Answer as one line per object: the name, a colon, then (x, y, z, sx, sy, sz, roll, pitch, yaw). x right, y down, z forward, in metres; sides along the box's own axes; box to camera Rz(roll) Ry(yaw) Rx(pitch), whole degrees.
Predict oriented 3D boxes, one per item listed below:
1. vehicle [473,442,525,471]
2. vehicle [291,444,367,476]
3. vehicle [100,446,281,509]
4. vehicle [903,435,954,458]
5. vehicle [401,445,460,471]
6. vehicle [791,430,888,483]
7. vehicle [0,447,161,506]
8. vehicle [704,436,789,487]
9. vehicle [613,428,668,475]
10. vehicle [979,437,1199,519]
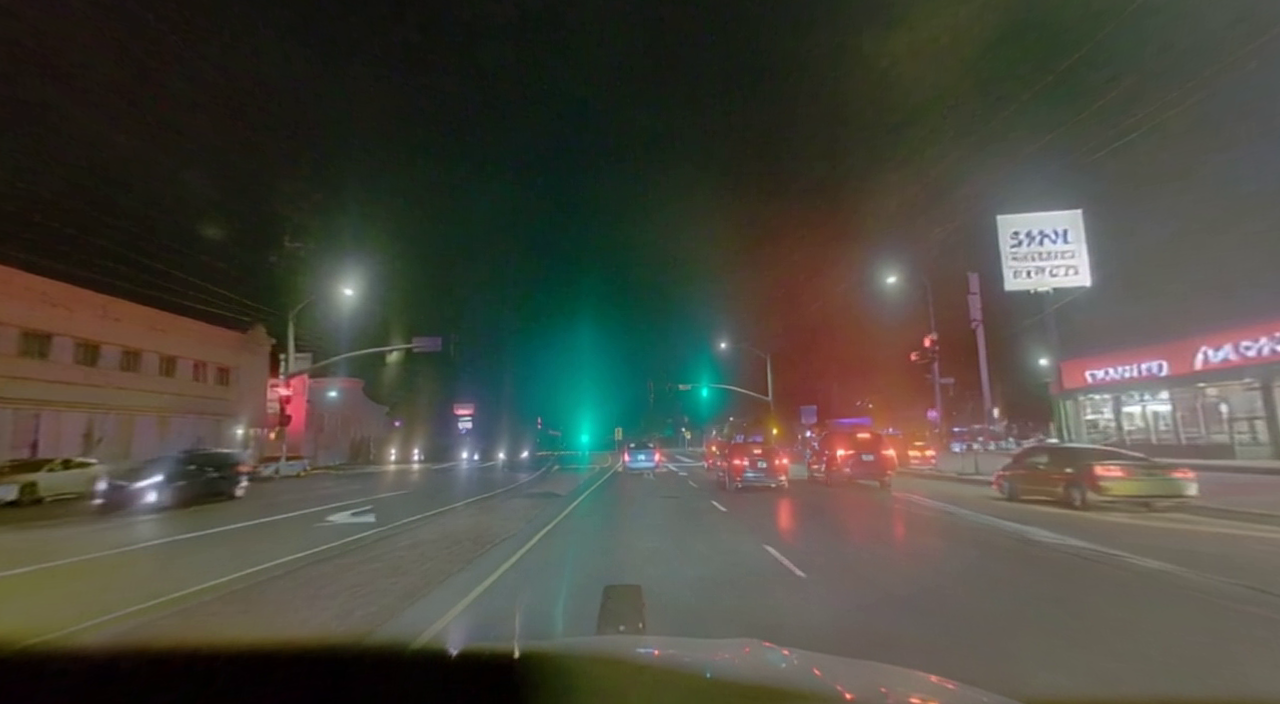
vehicle: (-7.843, 5.831, 35.449, 2.102, 1.496, 4.465, 0, -8, -3)
vehicle: (-18.813, 6.549, 38.431, 2.111, 1.799, 4.898, 0, -9, 1)
vehicle: (-12.215, 3.387, 17.536, 2.087, 1.499, 3.939, 0, -8, 0)
vehicle: (19.924, 6.542, 43.716, 1.807, 1.491, 3.858, -1, -8, 2)
vehicle: (-12.613, 6.387, 38.280, 1.887, 1.453, 4.696, 0, -8, 1)
vehicle: (7.081, 3.743, 22.930, 2.040, 1.738, 4.414, 0, -8, -1)
vehicle: (-18.936, 4.088, 21.223, 1.904, 1.685, 4.774, 0, -8, 0)
vehicle: (3.375, 3.580, 20.968, 1.963, 1.484, 4.609, 0, -8, -1)
vehicle: (0.038, 4.321, 27.606, 2.210, 1.861, 4.280, 0, -8, 1)
vehicle: (10.263, 2.838, 14.981, 1.845, 1.454, 4.620, 0, -6, 0)
